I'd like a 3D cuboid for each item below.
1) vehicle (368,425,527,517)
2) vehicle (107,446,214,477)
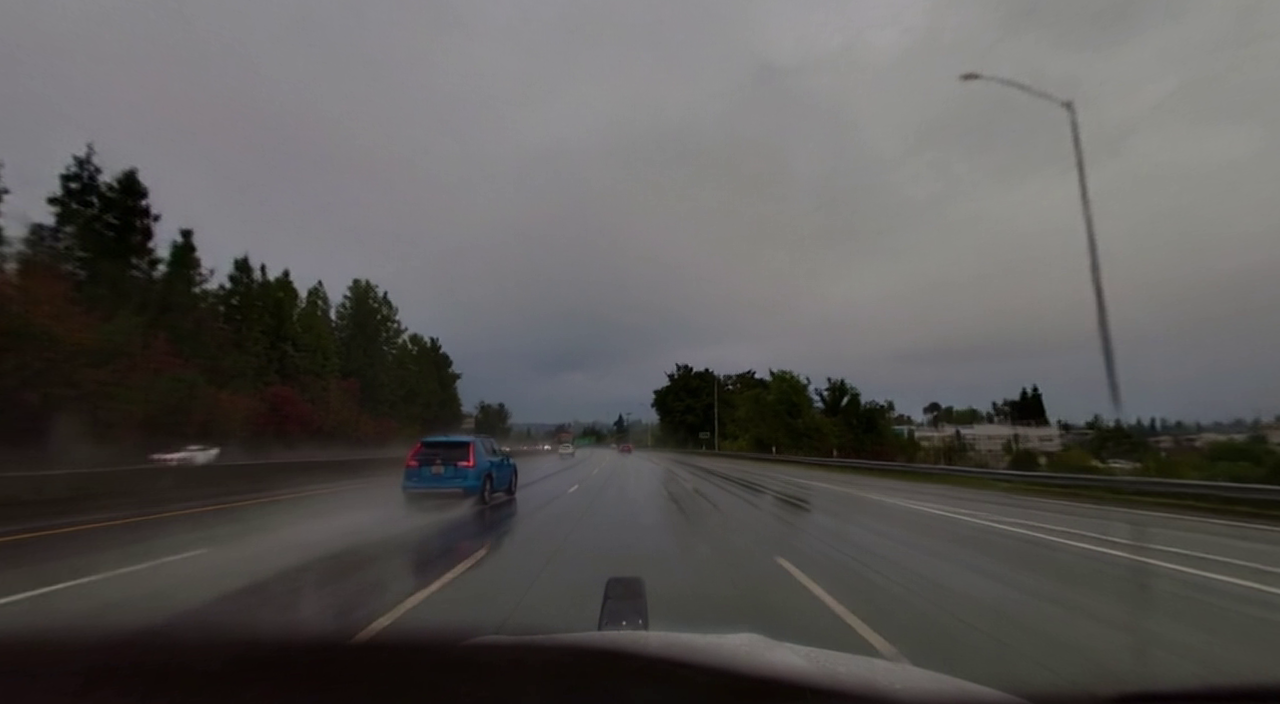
[{"bbox_3d":[-4.068,2.585,14.284,2.162,1.724,4.537,0,-8,0],"label":"vehicle"},{"bbox_3d":[-25.538,5.842,33.859,2.031,1.489,4.795,0,-8,-1],"label":"vehicle"}]
